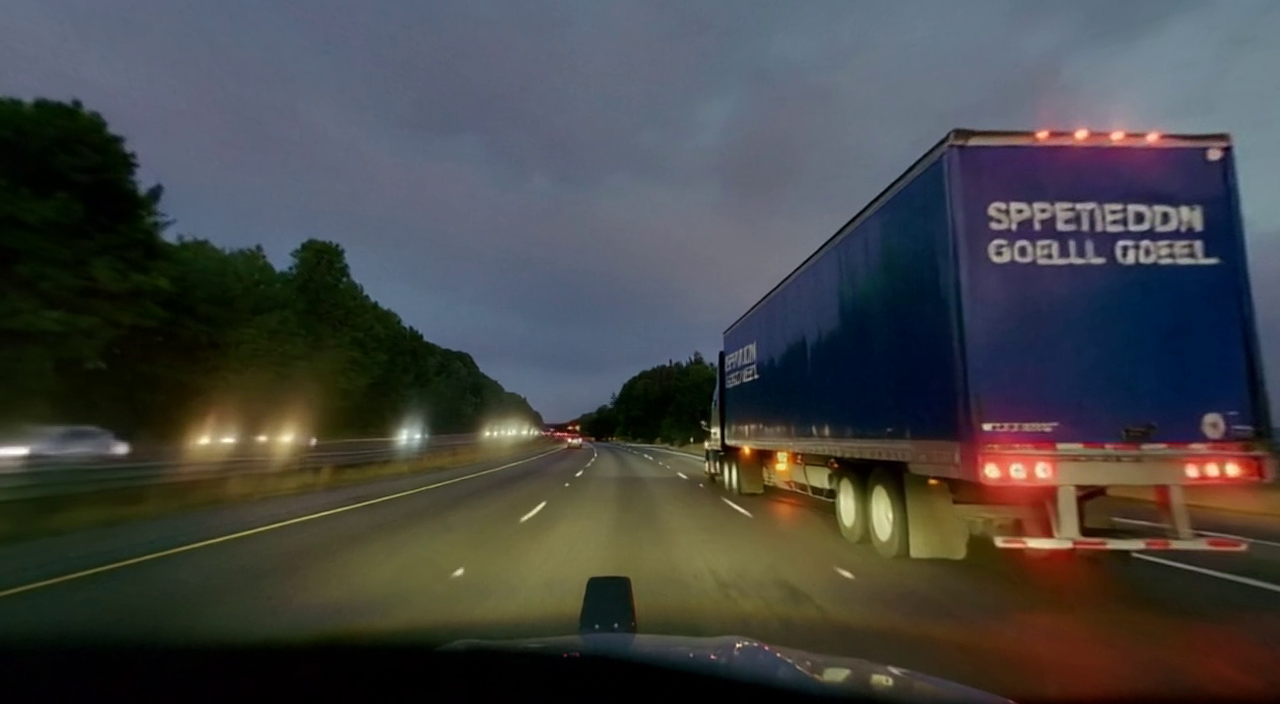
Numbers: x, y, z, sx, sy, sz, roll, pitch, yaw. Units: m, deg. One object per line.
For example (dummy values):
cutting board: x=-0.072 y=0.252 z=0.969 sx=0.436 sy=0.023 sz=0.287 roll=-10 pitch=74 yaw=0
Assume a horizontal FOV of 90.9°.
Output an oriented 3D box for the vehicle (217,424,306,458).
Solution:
vehicle: x=-19.593 y=4.642 z=32.889 sx=1.912 sy=1.649 sz=4.609 roll=0 pitch=-8 yaw=-2

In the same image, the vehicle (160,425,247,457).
vehicle: x=-26.801 y=5.492 z=38.927 sx=1.960 sy=1.814 sz=4.736 roll=0 pitch=-8 yaw=0

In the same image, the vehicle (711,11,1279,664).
vehicle: x=3.723 y=0.728 z=10.978 sx=2.910 sy=4.051 sz=14.278 roll=0 pitch=-8 yaw=-2
